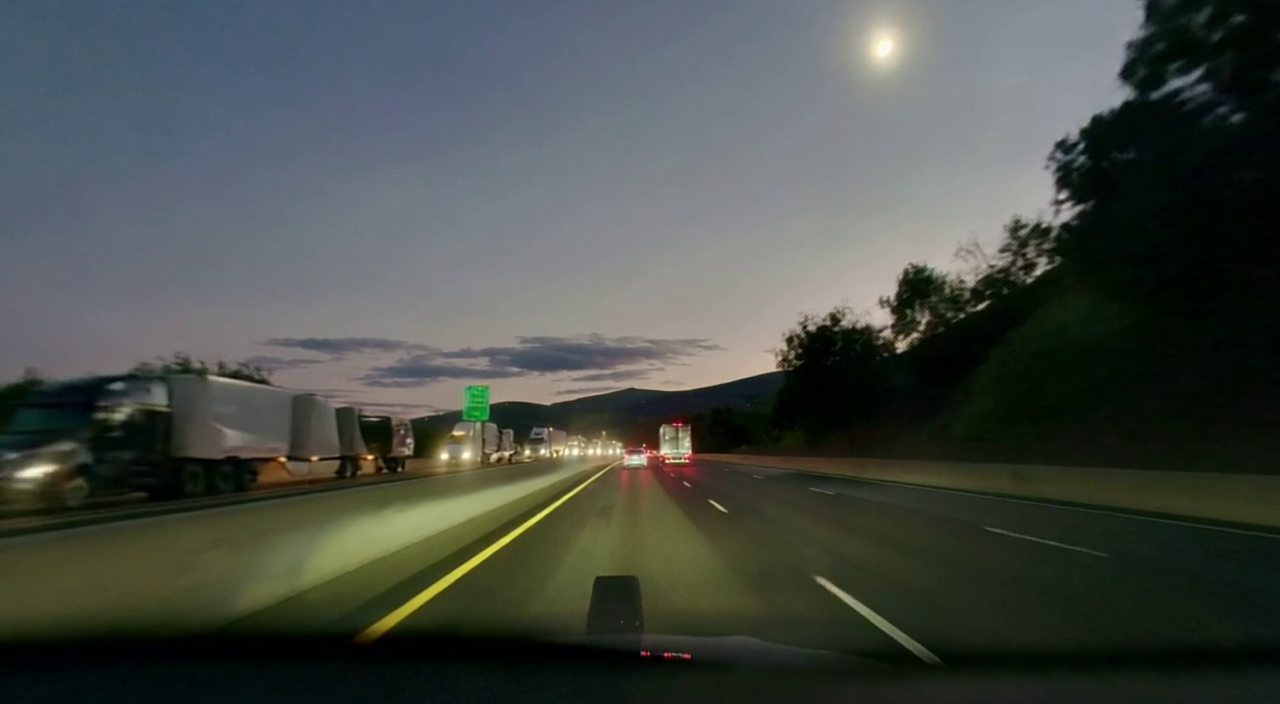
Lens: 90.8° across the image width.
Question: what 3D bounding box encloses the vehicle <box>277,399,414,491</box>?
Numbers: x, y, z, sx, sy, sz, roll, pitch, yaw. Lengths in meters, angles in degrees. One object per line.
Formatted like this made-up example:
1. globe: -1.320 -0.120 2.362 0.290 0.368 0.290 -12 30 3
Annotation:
1. vehicle: -13.088 4.270 28.962 2.668 3.649 7.436 0 -9 0

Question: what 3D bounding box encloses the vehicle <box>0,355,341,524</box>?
1. vehicle: -13.206 2.710 19.329 2.919 3.755 10.586 0 -9 0

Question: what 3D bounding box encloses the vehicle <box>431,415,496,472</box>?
1. vehicle: -12.730 6.694 46.073 2.948 3.877 6.066 0 -9 -1

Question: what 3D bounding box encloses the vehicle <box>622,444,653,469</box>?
1. vehicle: -0.176 7.629 46.128 2.137 1.689 4.051 0 -9 0
